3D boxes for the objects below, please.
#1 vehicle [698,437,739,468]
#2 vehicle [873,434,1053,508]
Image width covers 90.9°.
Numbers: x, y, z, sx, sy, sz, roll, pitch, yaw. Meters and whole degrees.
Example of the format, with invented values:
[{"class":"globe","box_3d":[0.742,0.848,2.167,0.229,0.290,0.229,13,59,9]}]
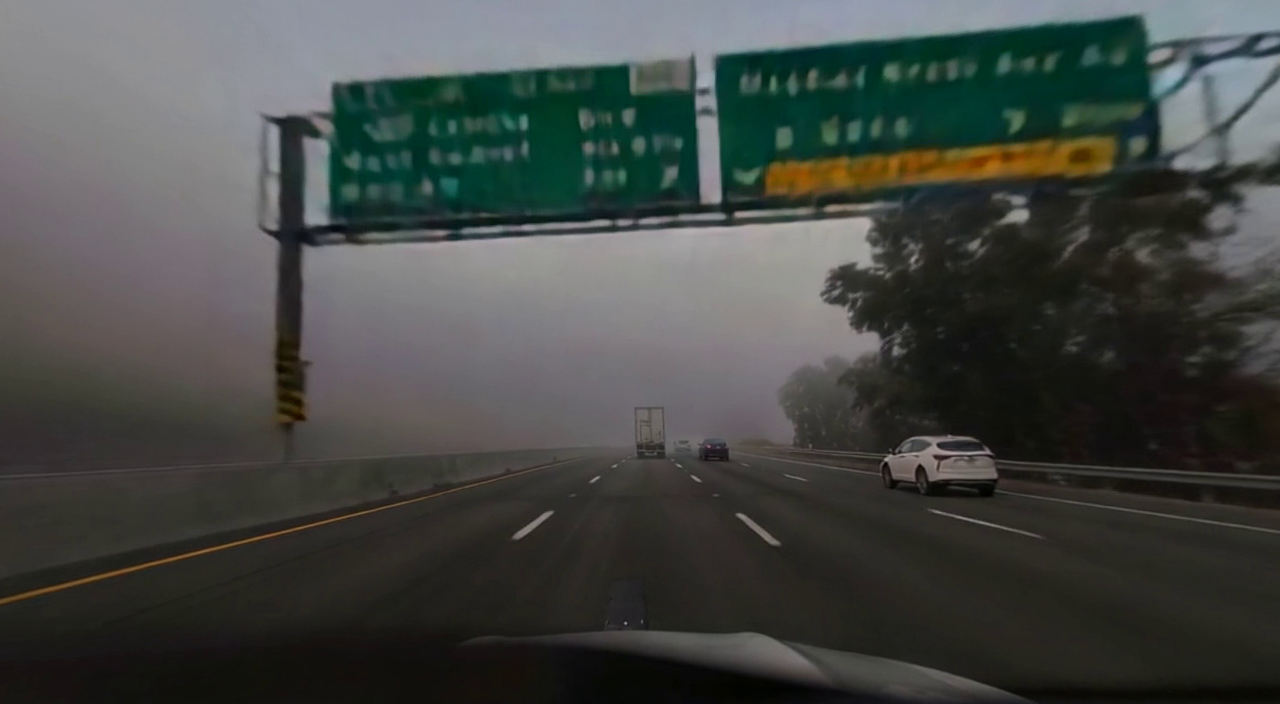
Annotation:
[{"class":"vehicle","box_3d":[4.467,5.762,36.313,1.880,1.624,3.941,0,-8,1]},{"class":"vehicle","box_3d":[7.213,2.677,14.656,1.982,1.440,4.171,0,-8,0]}]
